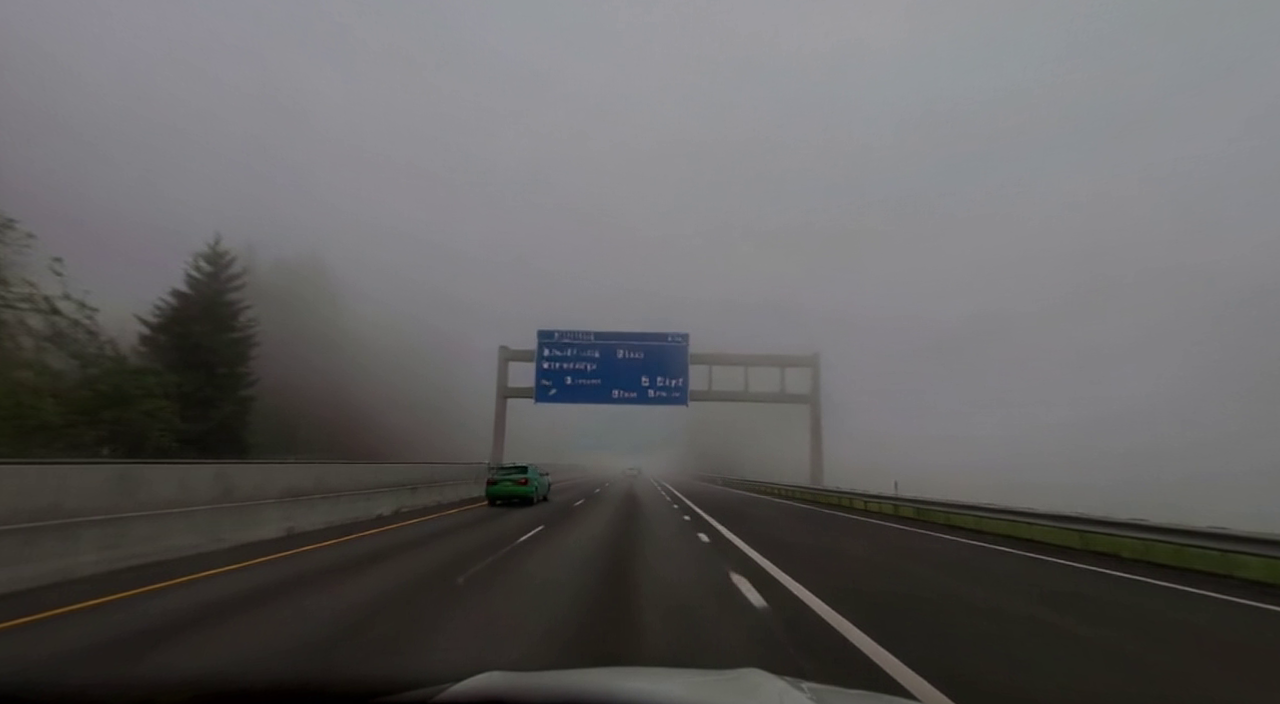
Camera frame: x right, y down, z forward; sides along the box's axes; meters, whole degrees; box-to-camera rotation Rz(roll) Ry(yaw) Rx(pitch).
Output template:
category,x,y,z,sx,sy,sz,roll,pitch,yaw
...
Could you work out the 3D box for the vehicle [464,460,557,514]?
category,x,y,z,sx,sy,sz,roll,pitch,yaw
vehicle,-3.925,4.198,19.867,2.006,1.469,4.050,1,-10,0
